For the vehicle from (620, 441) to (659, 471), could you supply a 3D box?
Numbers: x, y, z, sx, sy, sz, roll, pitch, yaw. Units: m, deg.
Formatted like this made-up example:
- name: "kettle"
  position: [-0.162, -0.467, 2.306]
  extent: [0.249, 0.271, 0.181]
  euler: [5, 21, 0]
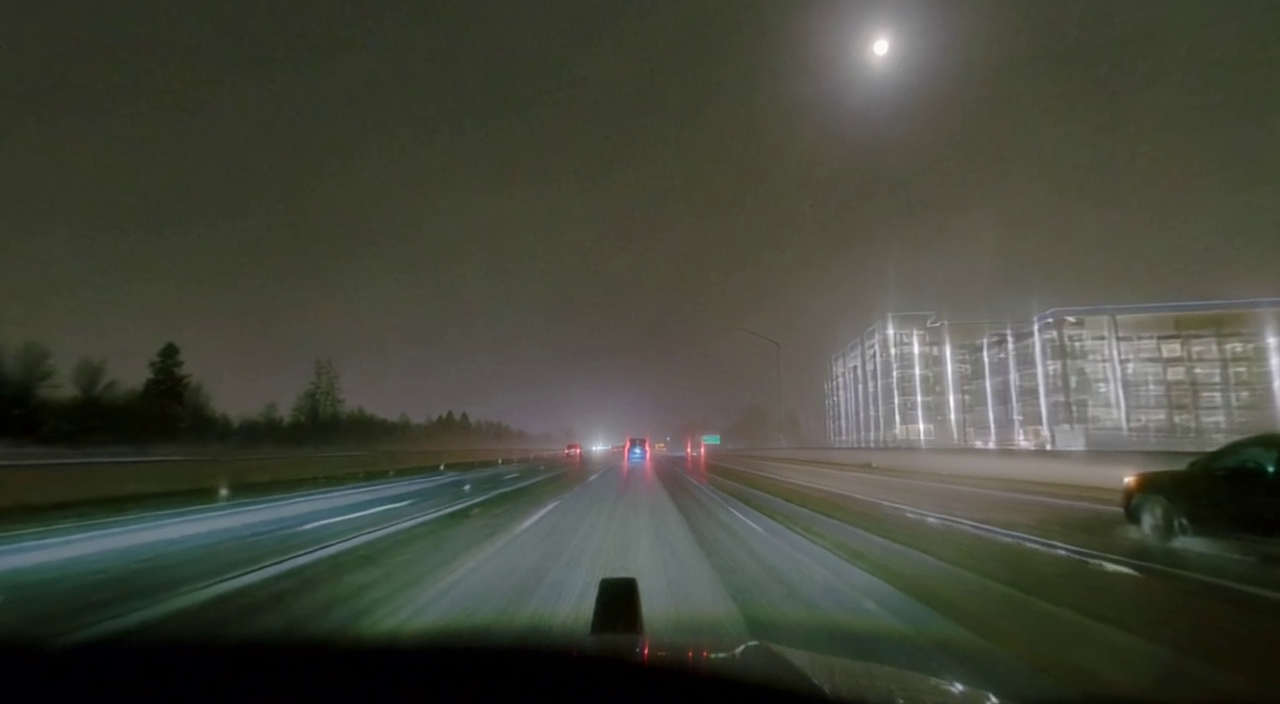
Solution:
- name: "vehicle"
  position: [-0.028, 5.660, 34.426]
  extent: [2.036, 1.542, 3.891]
  euler: [0, -8, 0]

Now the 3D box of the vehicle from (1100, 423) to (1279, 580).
- name: "vehicle"
  position: [7.151, 1.426, 5.970]
  extent: [1.937, 1.498, 4.710]
  euler: [0, -8, -1]
